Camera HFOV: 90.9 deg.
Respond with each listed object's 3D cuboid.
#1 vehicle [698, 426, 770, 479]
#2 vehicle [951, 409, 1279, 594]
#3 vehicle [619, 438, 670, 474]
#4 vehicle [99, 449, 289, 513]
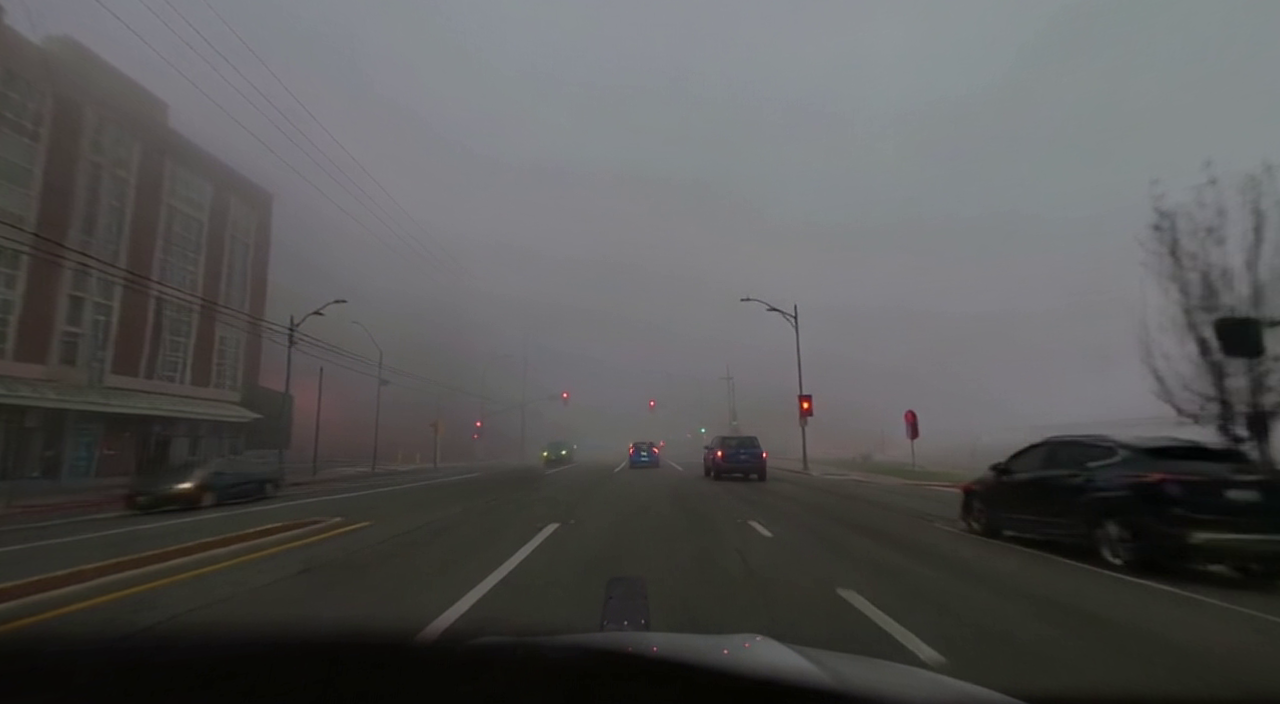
[{"bbox_3d":[3.724,4.117,25.921,2.159,1.938,4.836,0,-9,0],"label":"vehicle"},{"bbox_3d":[6.671,1.943,9.052,2.056,1.877,4.597,-3,-9,2],"label":"vehicle"},{"bbox_3d":[0.234,4.883,29.817,2.245,1.587,4.094,0,-9,1],"label":"vehicle"},{"bbox_3d":[-12.072,3.471,17.555,2.023,1.496,4.529,0,-9,-1],"label":"vehicle"}]
